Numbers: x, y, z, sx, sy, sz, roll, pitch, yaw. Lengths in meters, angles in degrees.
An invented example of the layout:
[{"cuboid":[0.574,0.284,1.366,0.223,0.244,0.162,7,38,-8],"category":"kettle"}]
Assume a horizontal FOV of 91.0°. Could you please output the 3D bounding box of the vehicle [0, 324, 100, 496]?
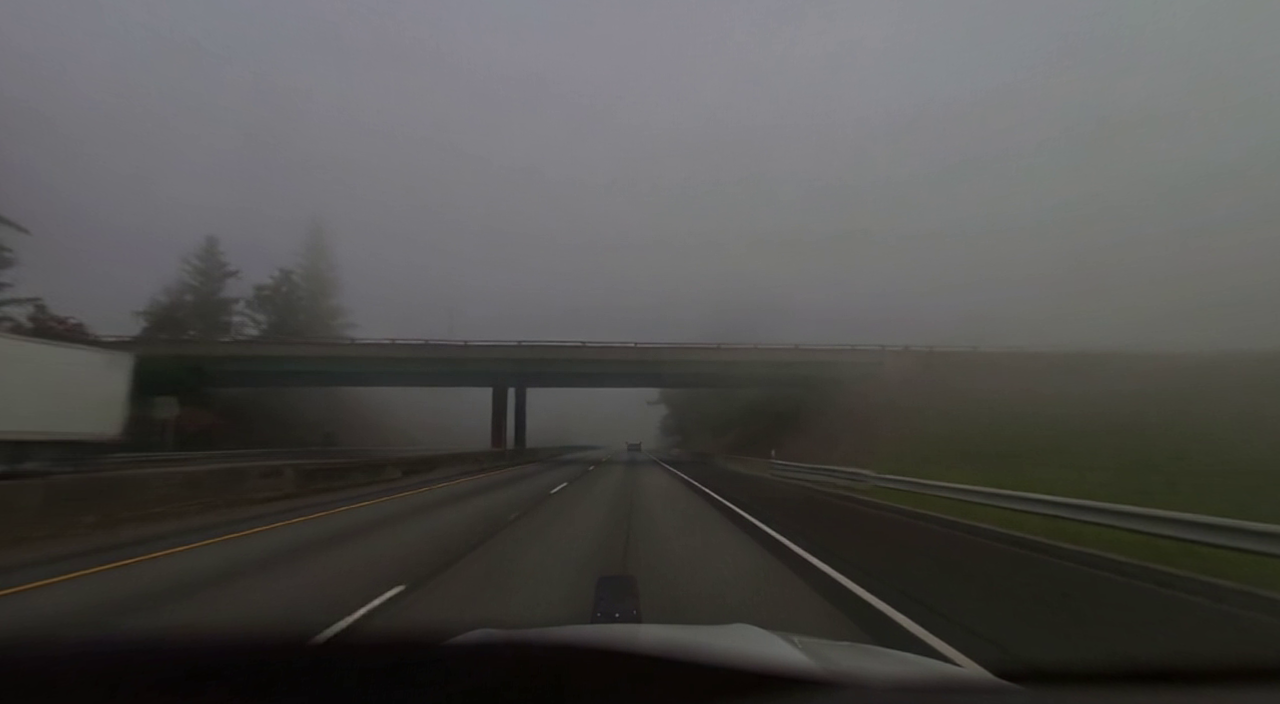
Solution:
[{"cuboid":[-16.792,0.781,10.782,2.894,4.115,14.083,0,-8,-1],"category":"vehicle"}]
